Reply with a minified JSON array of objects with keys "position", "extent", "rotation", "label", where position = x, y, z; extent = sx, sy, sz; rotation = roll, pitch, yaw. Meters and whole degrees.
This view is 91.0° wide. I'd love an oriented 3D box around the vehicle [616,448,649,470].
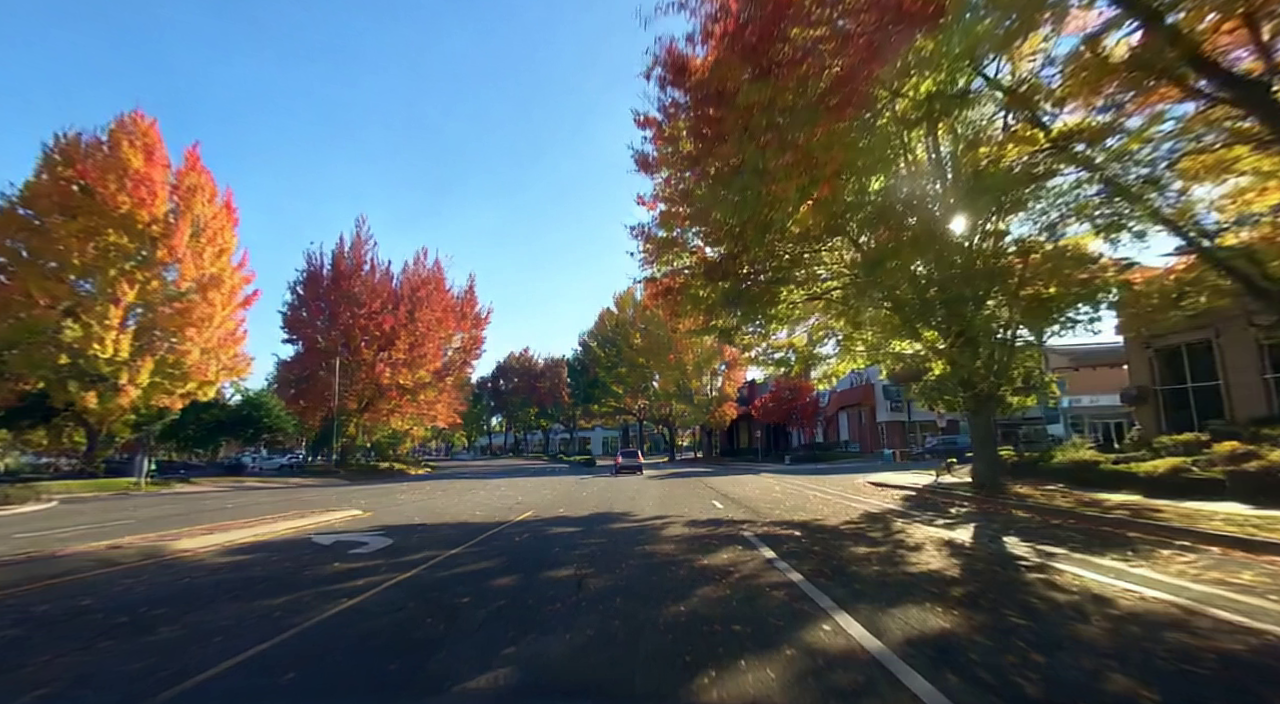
[{"position":[-0.619,7.570,44.762],"extent":[2.018,1.512,4.304],"rotation":[1,-9,-5],"label":"vehicle"}]
